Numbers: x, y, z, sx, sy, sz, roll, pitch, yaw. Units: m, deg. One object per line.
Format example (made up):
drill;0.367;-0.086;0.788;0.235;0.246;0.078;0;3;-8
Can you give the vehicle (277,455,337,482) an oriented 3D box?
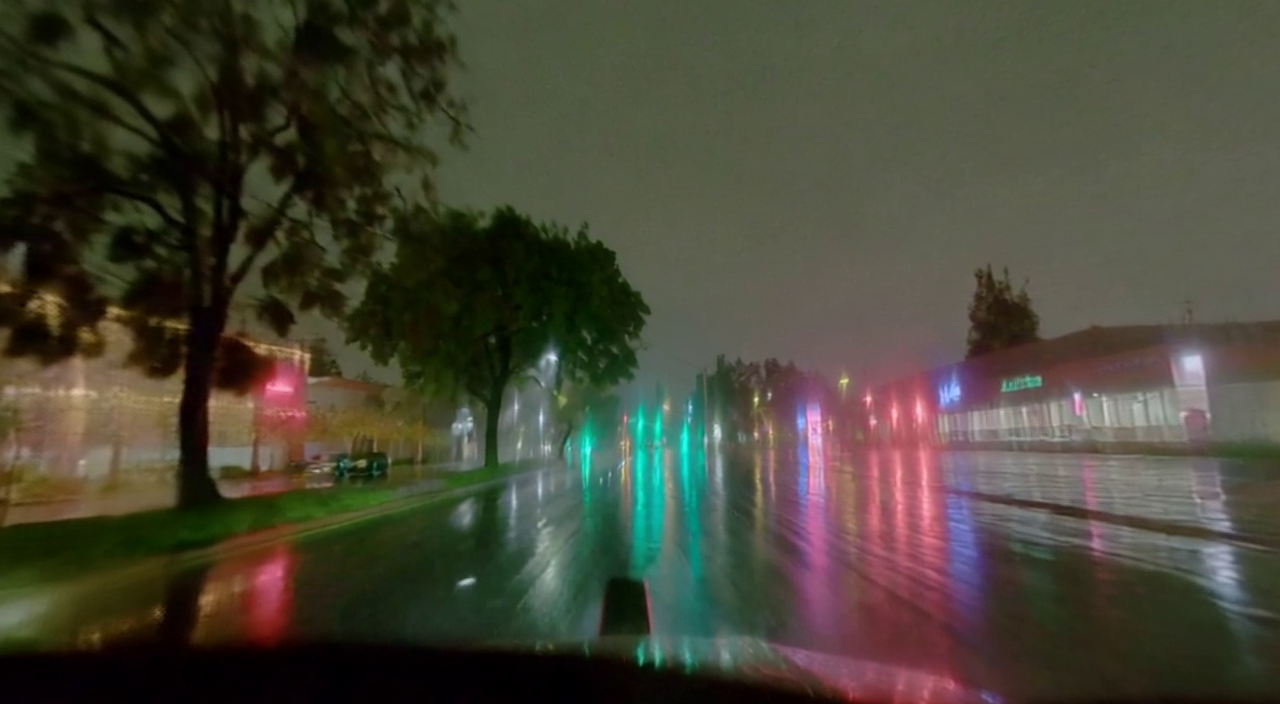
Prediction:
vehicle;-21.996;7.664;41.760;1.883;1.546;3.930;-1;-8;-1

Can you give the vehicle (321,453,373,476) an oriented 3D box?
vehicle;-21.779;8.353;47.043;1.820;1.481;4.325;-3;-9;1
